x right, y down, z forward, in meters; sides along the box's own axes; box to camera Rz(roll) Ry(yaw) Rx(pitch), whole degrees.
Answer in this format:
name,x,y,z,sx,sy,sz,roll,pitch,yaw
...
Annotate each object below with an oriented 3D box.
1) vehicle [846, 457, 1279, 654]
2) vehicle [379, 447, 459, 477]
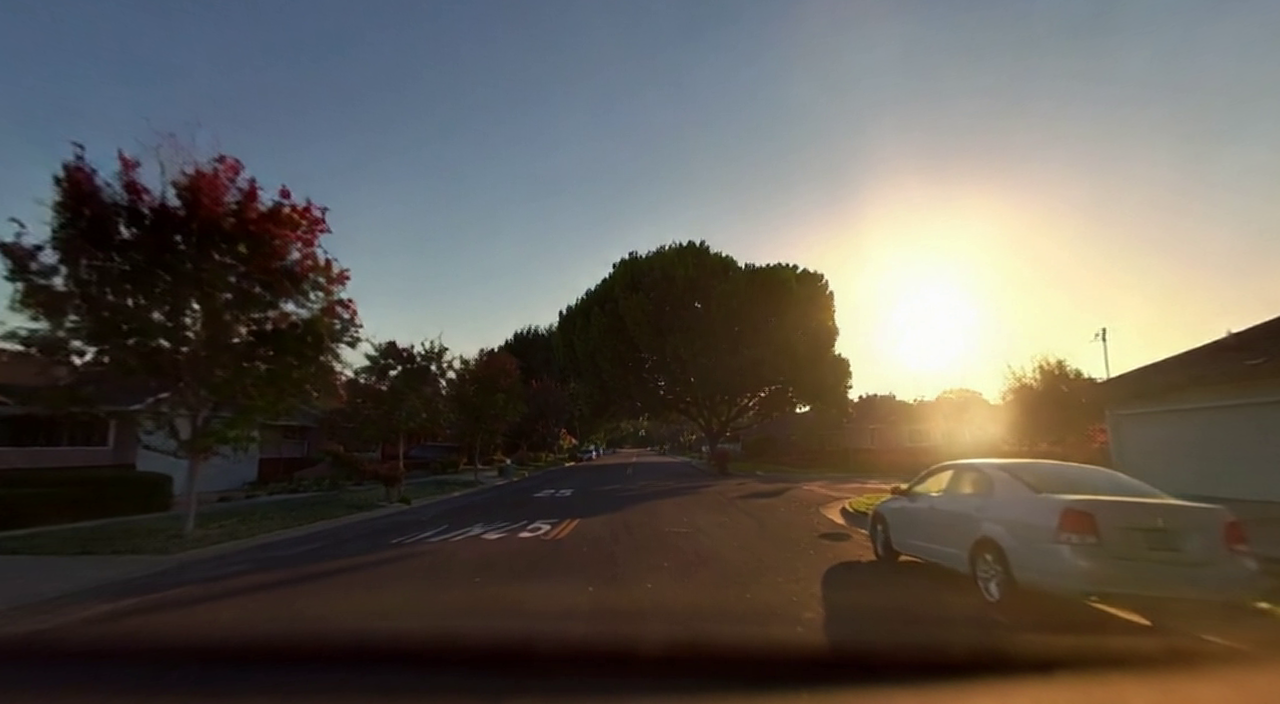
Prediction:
name,x,y,z,sx,sy,sz,roll,pitch,yaw
vehicle,4.096,1.956,7.202,1.952,1.442,4.529,0,-9,0
vehicle,-12.959,6.487,37.226,3.921,1.629,1.832,0,-10,2
